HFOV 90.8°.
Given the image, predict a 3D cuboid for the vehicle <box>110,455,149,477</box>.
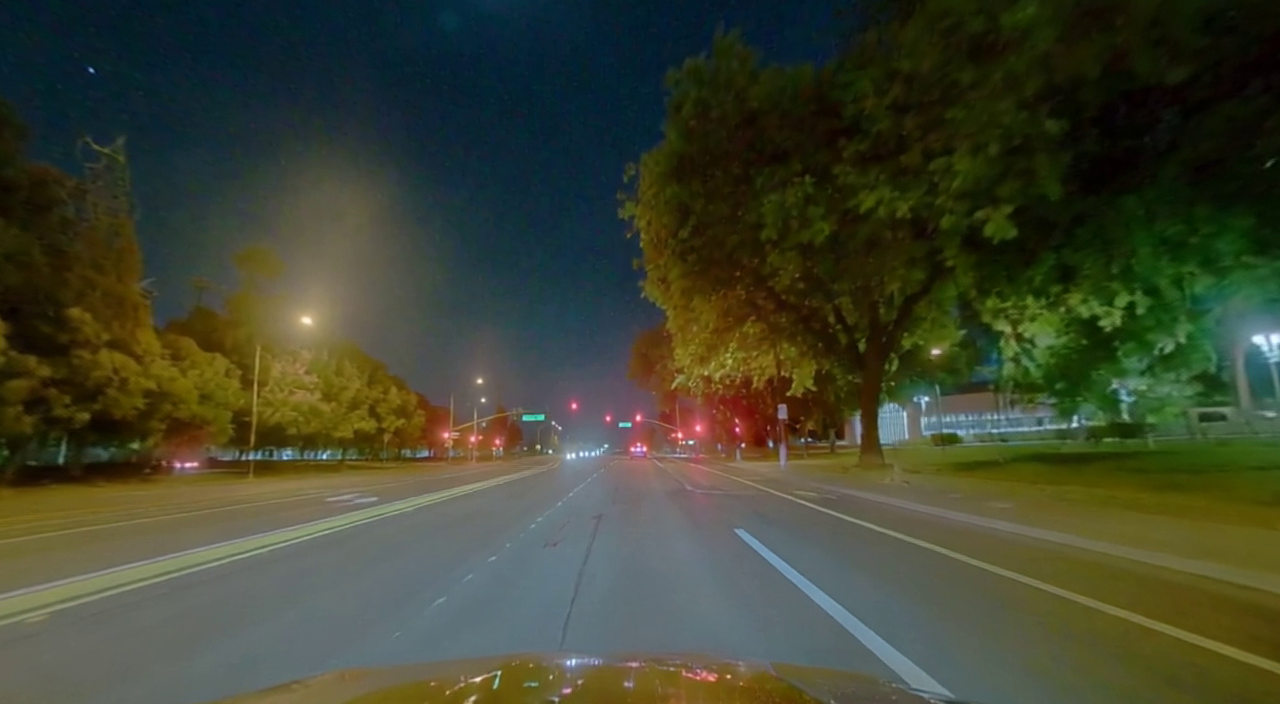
[{"bbox_3d":[-38.837,8.612,48.024,3.778,1.445,1.746,-6,-11,44],"label":"vehicle"}]
